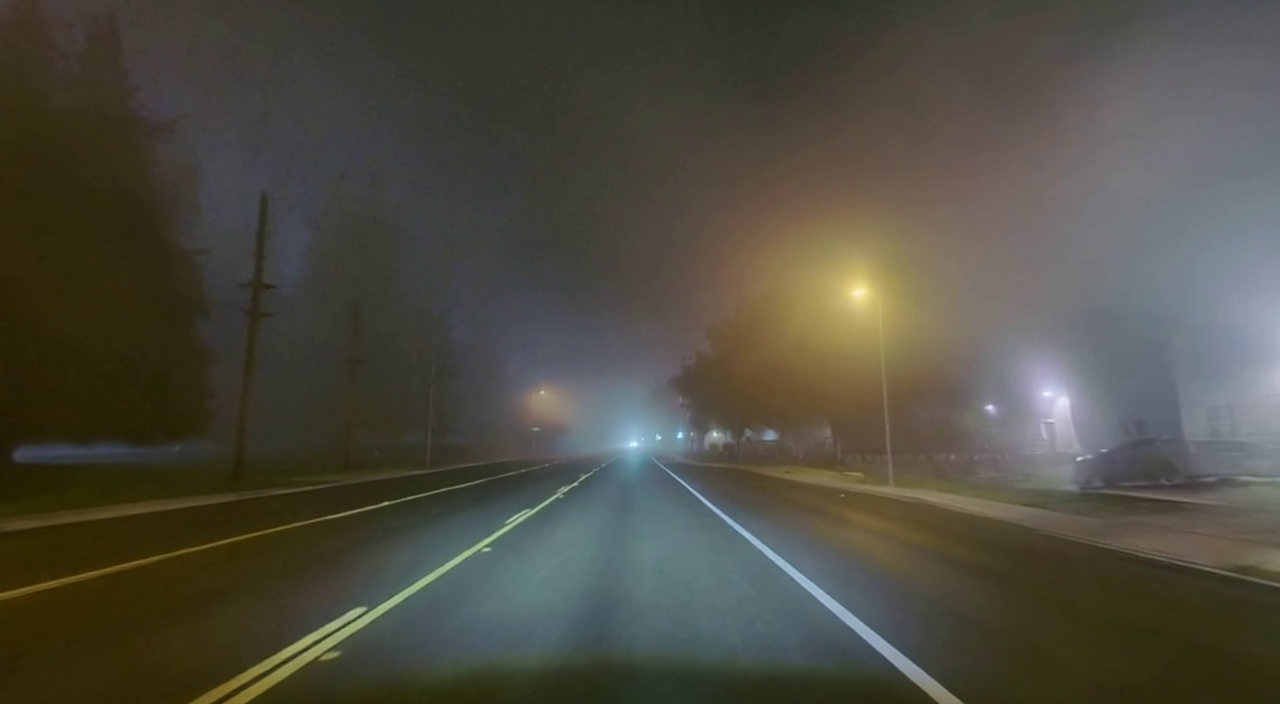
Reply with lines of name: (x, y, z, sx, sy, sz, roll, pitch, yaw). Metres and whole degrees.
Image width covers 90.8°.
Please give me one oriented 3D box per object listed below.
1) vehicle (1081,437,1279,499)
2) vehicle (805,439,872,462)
vehicle: (14.426, 2.928, 16.181, 4.664, 1.450, 2.025, 0, -8, 3)
vehicle: (15.208, 7.581, 48.598, 4.505, 1.671, 1.888, 0, -9, -2)
